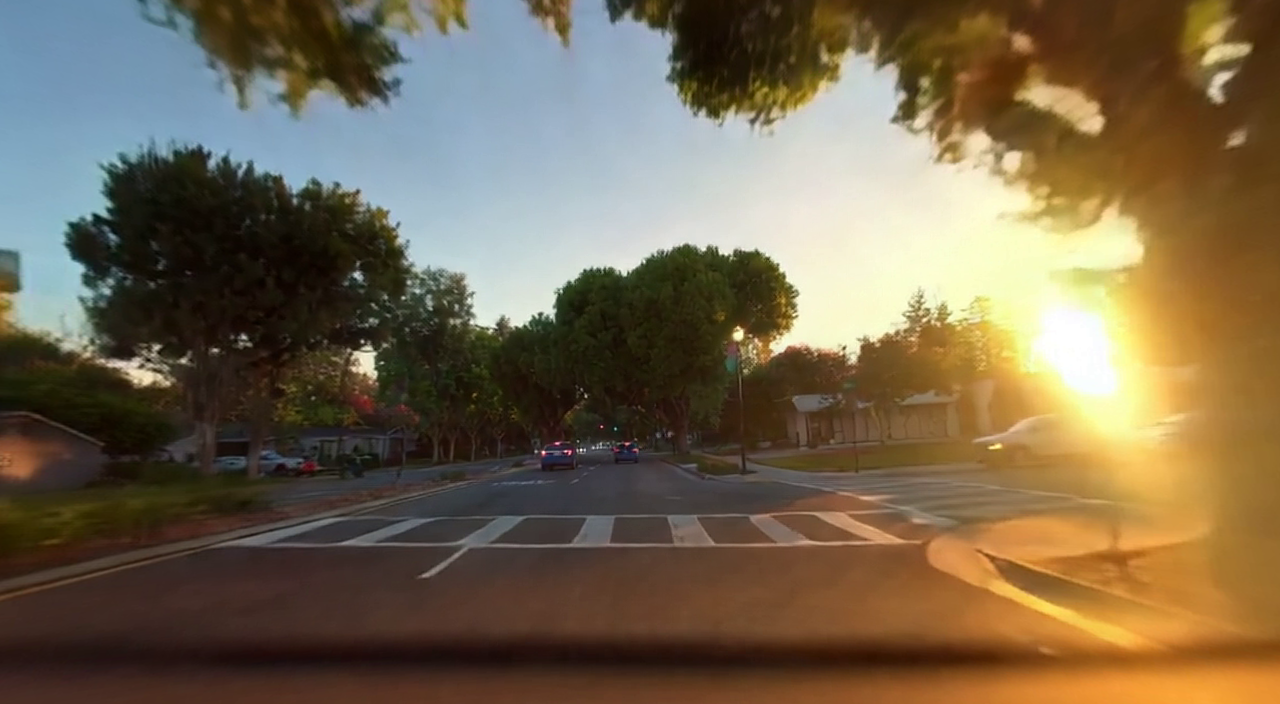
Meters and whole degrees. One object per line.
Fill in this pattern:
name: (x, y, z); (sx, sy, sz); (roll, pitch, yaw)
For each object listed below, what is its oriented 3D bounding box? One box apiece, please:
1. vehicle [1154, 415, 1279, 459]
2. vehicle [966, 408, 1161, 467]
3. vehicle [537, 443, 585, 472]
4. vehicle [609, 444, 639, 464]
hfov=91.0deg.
vehicle: (22.175, 3.111, 22.988); (5.025, 1.532, 1.958); (0, -8, 0)
vehicle: (15.074, 3.090, 22.700); (5.230, 2.007, 2.410); (0, -8, 1)
vehicle: (-4.177, 5.639, 33.946); (2.083, 1.460, 4.527); (0, -8, -1)
vehicle: (-1.182, 7.727, 47.793); (2.187, 1.478, 4.138); (0, -8, -1)
